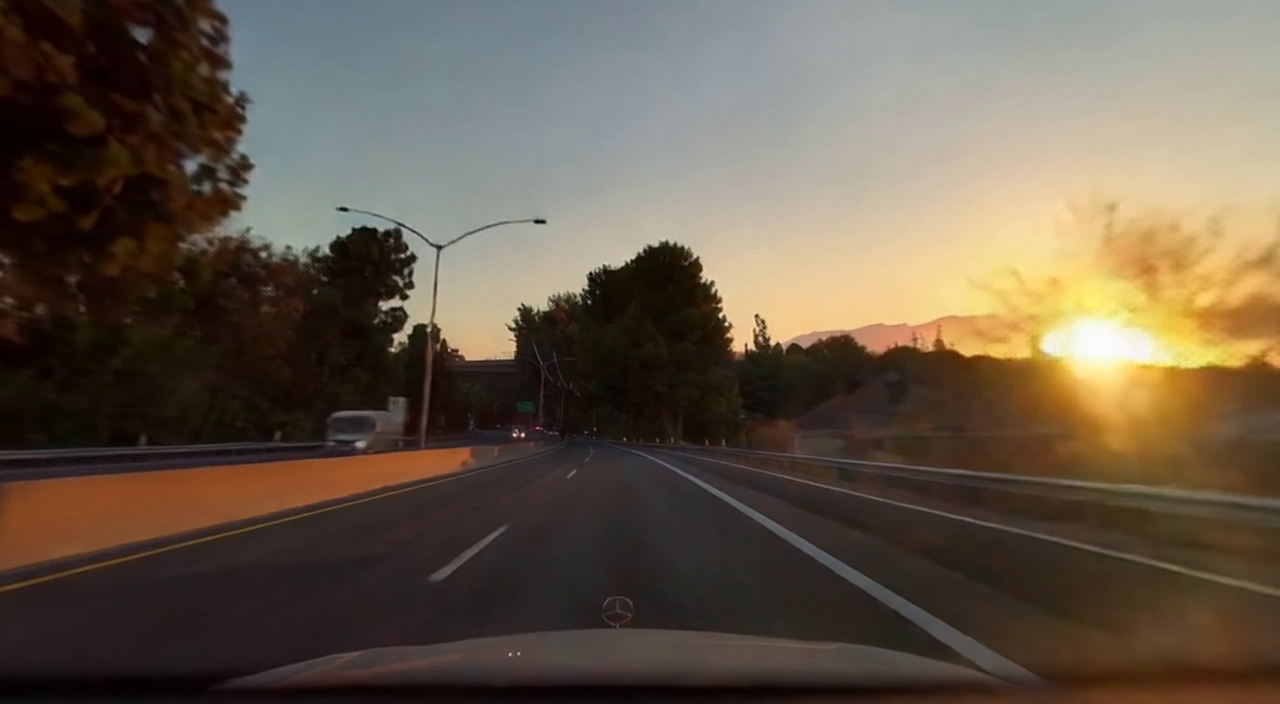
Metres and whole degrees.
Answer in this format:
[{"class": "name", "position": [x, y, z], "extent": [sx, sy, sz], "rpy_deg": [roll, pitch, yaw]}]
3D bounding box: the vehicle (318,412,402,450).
[{"class": "vehicle", "position": [-13.674, 3.923, 31.090], "extent": [2.059, 1.745, 4.882], "rpy_deg": [0, -8, -2]}]
